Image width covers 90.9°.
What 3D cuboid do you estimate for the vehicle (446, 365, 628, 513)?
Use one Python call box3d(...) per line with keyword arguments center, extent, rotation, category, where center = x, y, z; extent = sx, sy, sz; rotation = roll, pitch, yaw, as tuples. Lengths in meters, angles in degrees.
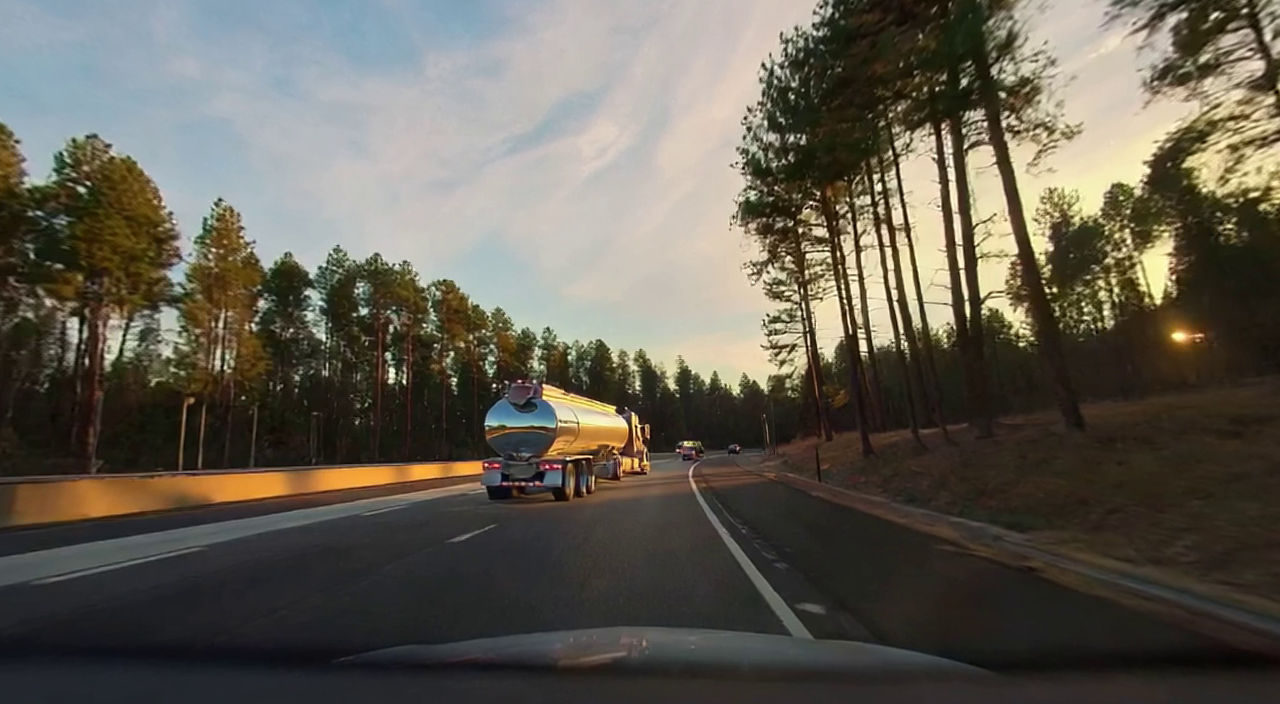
box3d(center=(-2.770, 3.155, 22.842), extent=(2.907, 3.747, 13.318), rotation=(-1, -8, 7), category="vehicle")
